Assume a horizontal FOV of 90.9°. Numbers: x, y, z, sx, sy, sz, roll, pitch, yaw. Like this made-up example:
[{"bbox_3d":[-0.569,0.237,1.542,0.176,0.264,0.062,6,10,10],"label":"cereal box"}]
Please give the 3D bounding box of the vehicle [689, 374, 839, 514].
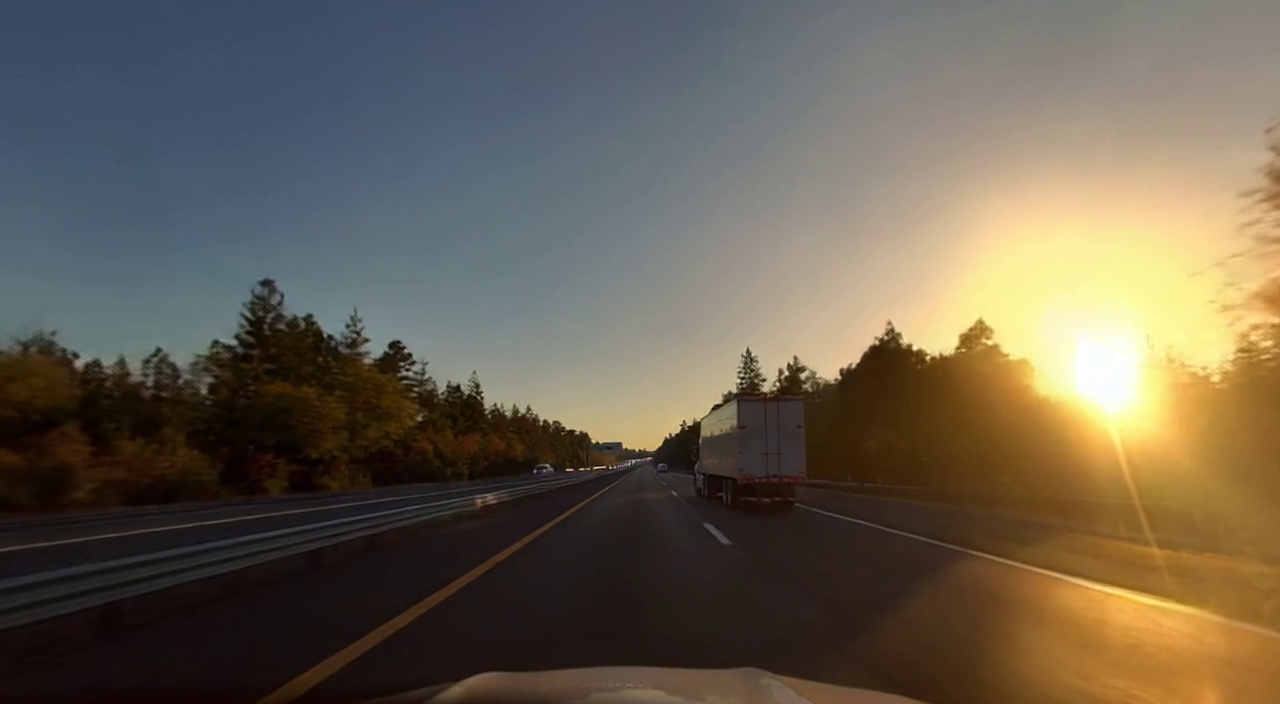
[{"bbox_3d":[4.175,3.904,25.331,3.204,4.102,13.306,1,-10,0],"label":"vehicle"}]
